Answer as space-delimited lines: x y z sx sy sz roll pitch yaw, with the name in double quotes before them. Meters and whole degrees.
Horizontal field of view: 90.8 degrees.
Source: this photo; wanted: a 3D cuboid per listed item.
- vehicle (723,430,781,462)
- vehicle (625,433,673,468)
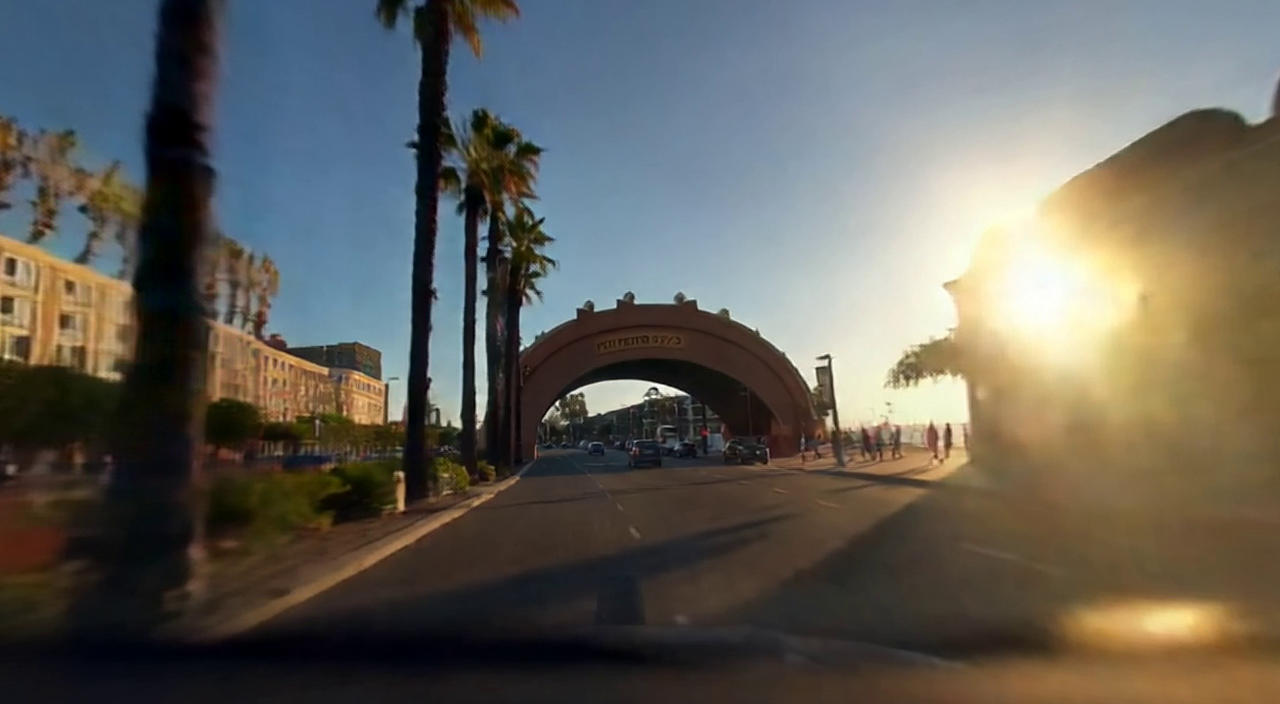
"vehicle" 7.736 6.597 44.326 2.417 2.030 5.711 1 -8 -7
"vehicle" 0.447 6.232 40.205 2.284 2.010 6.670 1 -8 -5
